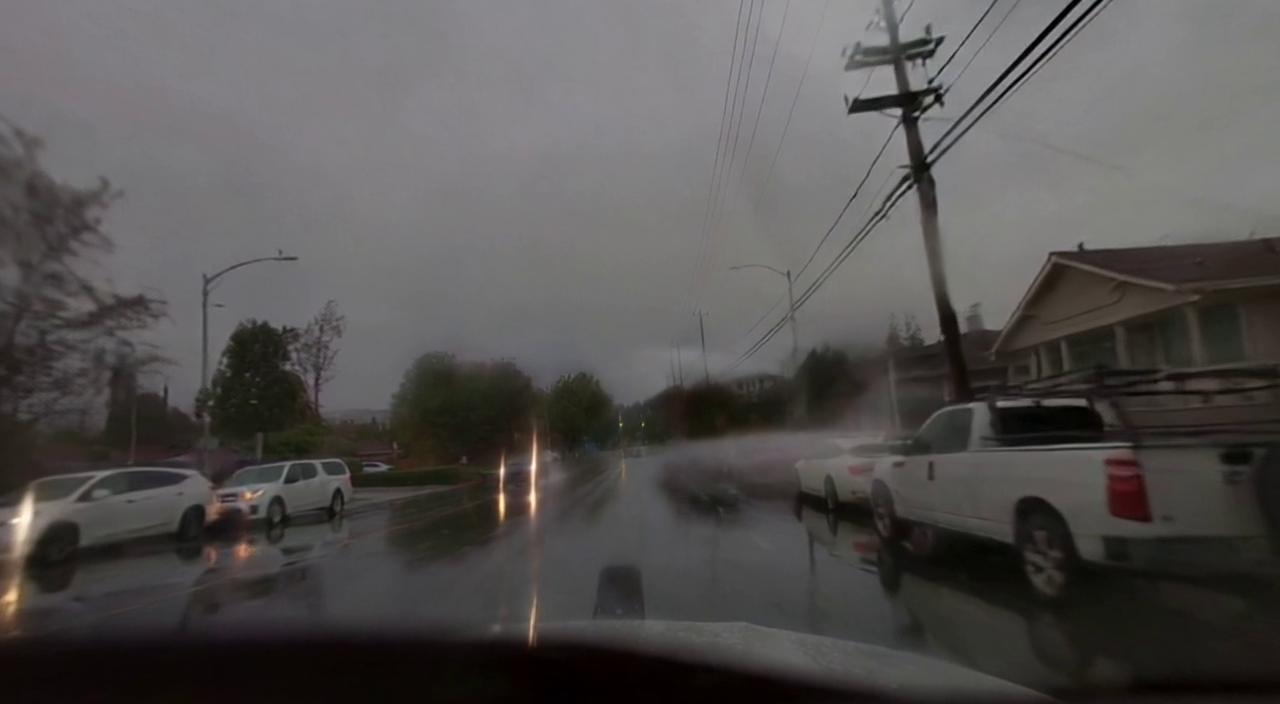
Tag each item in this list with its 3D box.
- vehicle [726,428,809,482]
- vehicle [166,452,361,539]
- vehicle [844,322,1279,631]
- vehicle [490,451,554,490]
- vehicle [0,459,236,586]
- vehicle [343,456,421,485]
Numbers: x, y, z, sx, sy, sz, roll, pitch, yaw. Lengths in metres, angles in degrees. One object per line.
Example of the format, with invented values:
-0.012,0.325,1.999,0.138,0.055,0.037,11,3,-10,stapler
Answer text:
4.626,3.818,23.655,1.980,1.773,4.853,0,-8,-1,vehicle
-10.765,4.075,18.816,2.282,2.060,5.738,0,-8,0,vehicle
4.437,1.246,7.251,2.330,2.160,5.550,0,-8,0,vehicle
-5.333,5.396,29.113,1.948,1.502,4.434,-3,-8,1,vehicle
-11.051,3.164,12.730,2.089,1.837,5.499,-1,-8,1,vehicle
-18.472,8.443,45.339,4.676,1.846,1.967,8,-11,-43,vehicle
